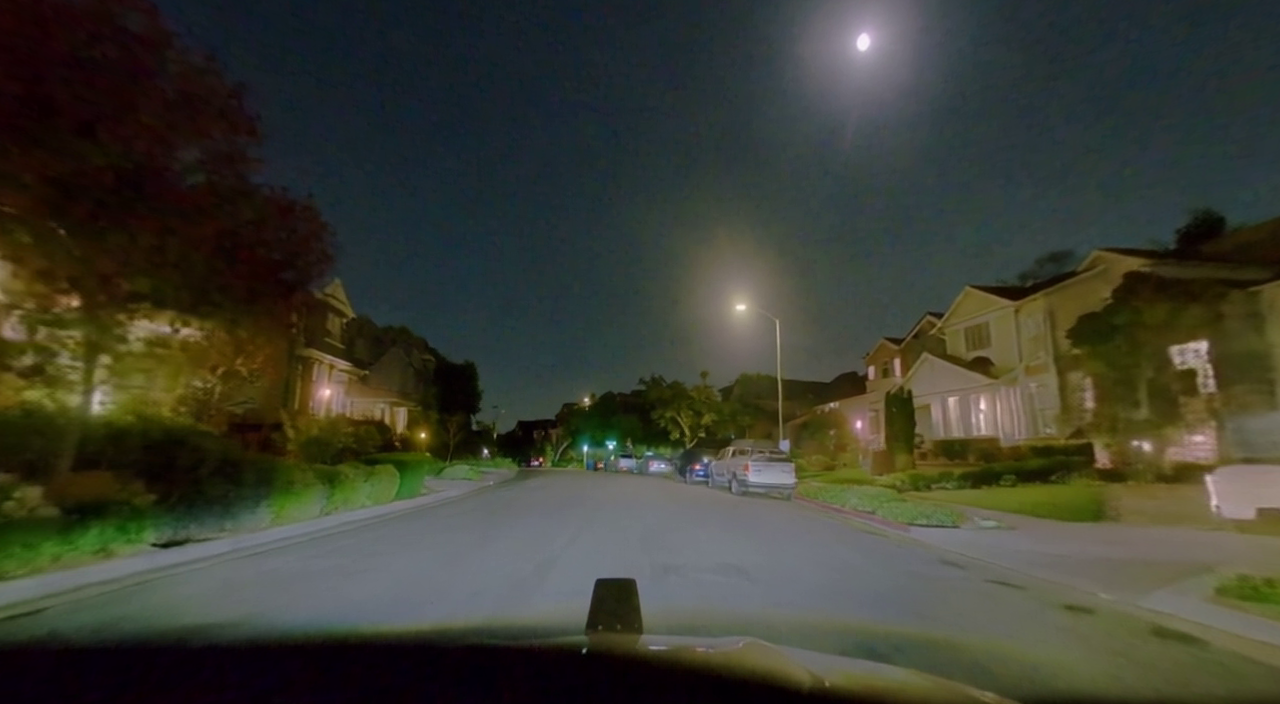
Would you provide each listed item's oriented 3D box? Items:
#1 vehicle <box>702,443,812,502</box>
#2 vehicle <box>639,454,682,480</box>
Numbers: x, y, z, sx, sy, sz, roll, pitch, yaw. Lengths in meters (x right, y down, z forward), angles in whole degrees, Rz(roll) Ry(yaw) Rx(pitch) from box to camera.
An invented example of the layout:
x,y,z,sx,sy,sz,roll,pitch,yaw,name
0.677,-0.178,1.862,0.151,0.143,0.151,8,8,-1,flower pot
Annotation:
x,y,z,sx,sy,sz,roll,pitch,yaw,name
4.277,4.574,24.431,2.715,1.900,6.163,3,-9,-4,vehicle
1.489,8.808,48.728,2.111,1.771,4.942,2,-9,-13,vehicle
